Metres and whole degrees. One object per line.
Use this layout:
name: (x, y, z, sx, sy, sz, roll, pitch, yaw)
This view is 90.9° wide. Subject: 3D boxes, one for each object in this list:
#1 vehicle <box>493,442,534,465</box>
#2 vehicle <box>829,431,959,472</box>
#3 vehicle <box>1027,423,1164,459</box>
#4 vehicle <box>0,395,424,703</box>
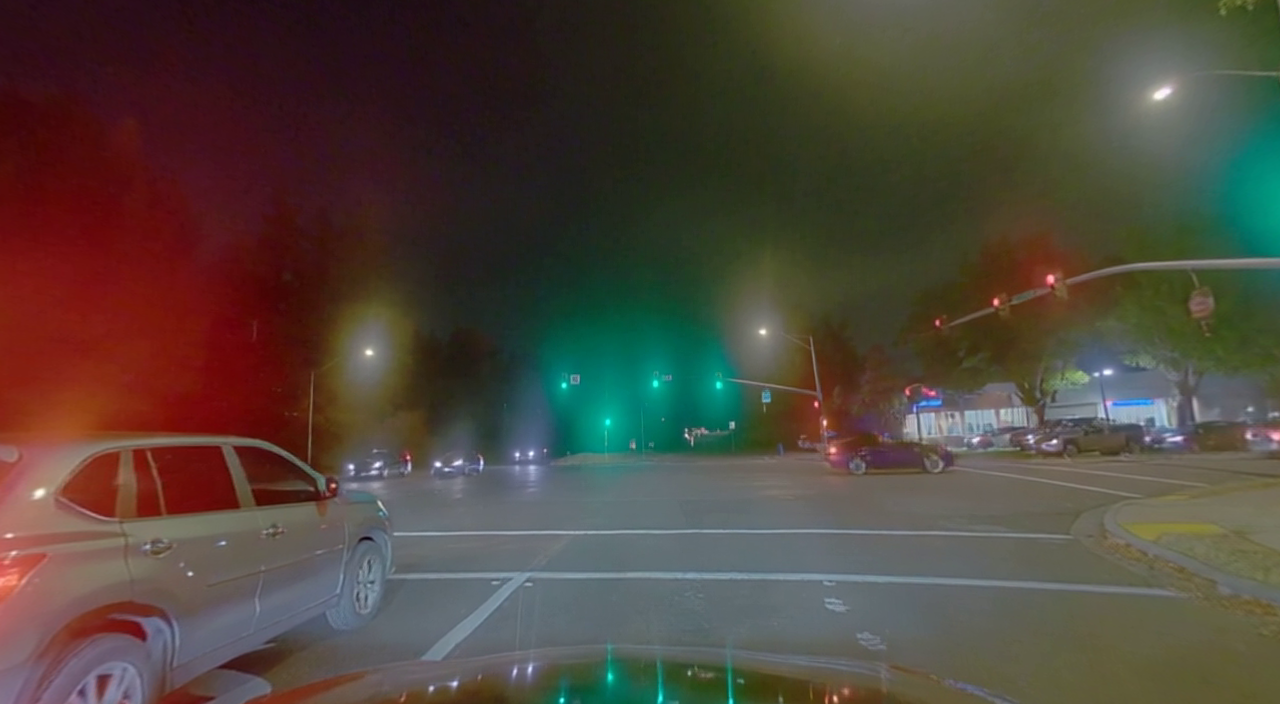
vehicle: (-9.707, 7.833, 48.784, 1.905, 1.724, 4.449, -1, -8, 5)
vehicle: (9.546, 3.774, 24.053, 4.364, 1.450, 1.841, -3, -9, 17)
vehicle: (19.940, 3.918, 27.727, 4.552, 1.492, 2.002, 0, -9, -4)
vehicle: (-2.935, 1.069, 3.195, 1.924, 1.482, 4.734, 0, -8, 1)
